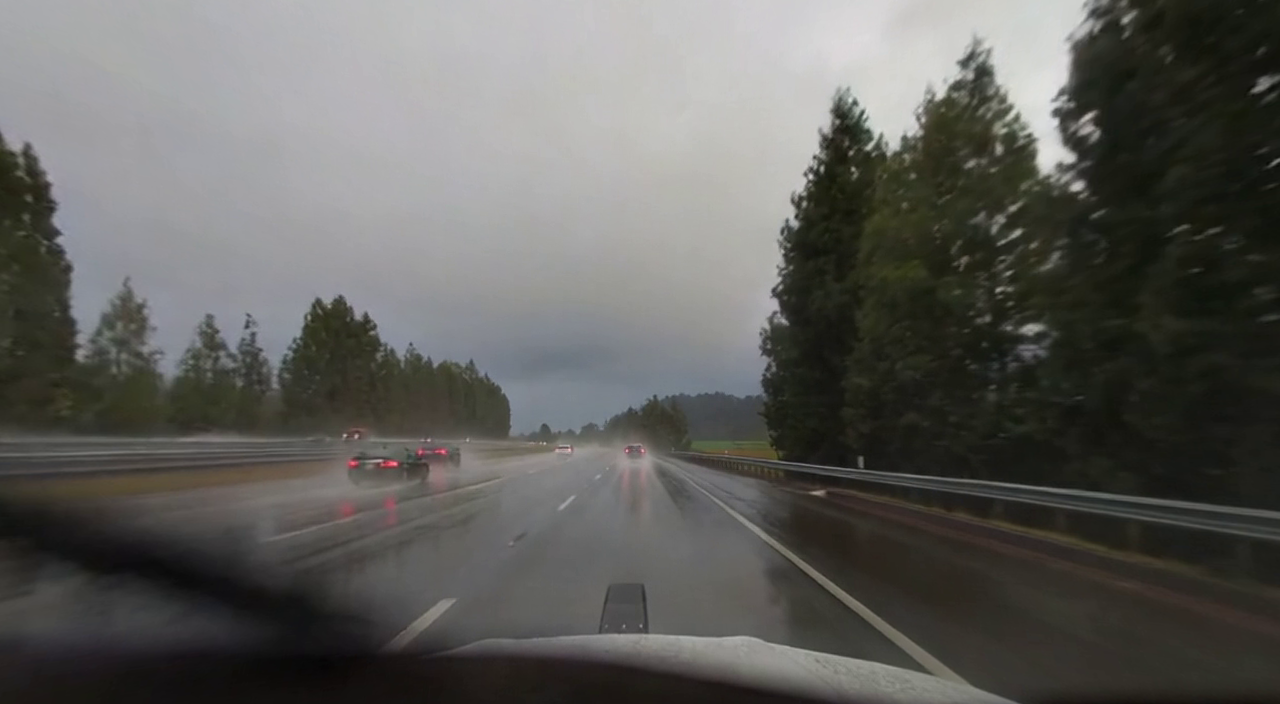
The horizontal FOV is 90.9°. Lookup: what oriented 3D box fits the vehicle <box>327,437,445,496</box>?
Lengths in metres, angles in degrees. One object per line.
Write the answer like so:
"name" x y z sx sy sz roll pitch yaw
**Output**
"vehicle" -7.551 3.424 19.239 1.972 1.603 3.891 0 -8 0
